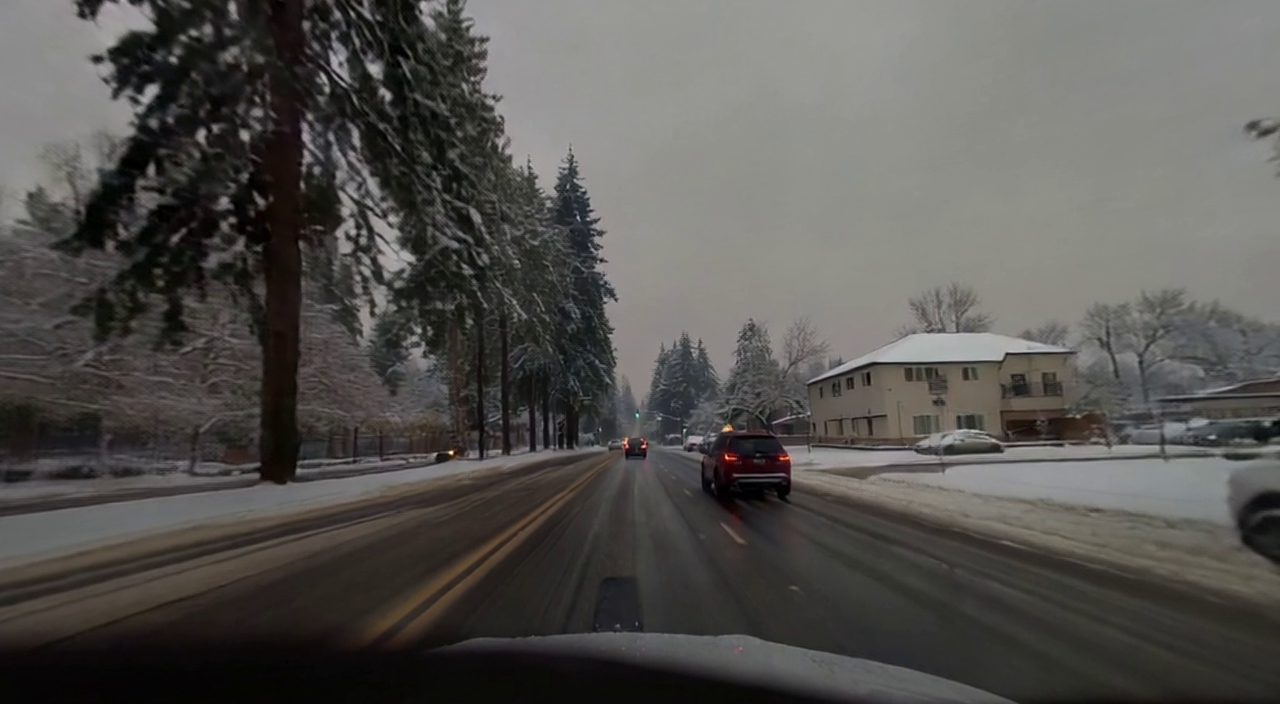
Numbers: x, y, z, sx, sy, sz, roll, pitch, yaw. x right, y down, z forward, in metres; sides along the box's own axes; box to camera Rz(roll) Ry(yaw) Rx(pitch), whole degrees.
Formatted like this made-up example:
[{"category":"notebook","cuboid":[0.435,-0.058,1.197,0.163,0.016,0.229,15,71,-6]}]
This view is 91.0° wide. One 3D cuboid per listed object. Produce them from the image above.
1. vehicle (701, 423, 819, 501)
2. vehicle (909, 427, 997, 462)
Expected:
[{"category":"vehicle","cuboid":[2.765,2.655,15.503,2.022,1.656,4.025,0,-8,-1]},{"category":"vehicle","cuboid":[17.361,5.187,35.312,2.131,1.782,5.183,0,-8,-2]}]
